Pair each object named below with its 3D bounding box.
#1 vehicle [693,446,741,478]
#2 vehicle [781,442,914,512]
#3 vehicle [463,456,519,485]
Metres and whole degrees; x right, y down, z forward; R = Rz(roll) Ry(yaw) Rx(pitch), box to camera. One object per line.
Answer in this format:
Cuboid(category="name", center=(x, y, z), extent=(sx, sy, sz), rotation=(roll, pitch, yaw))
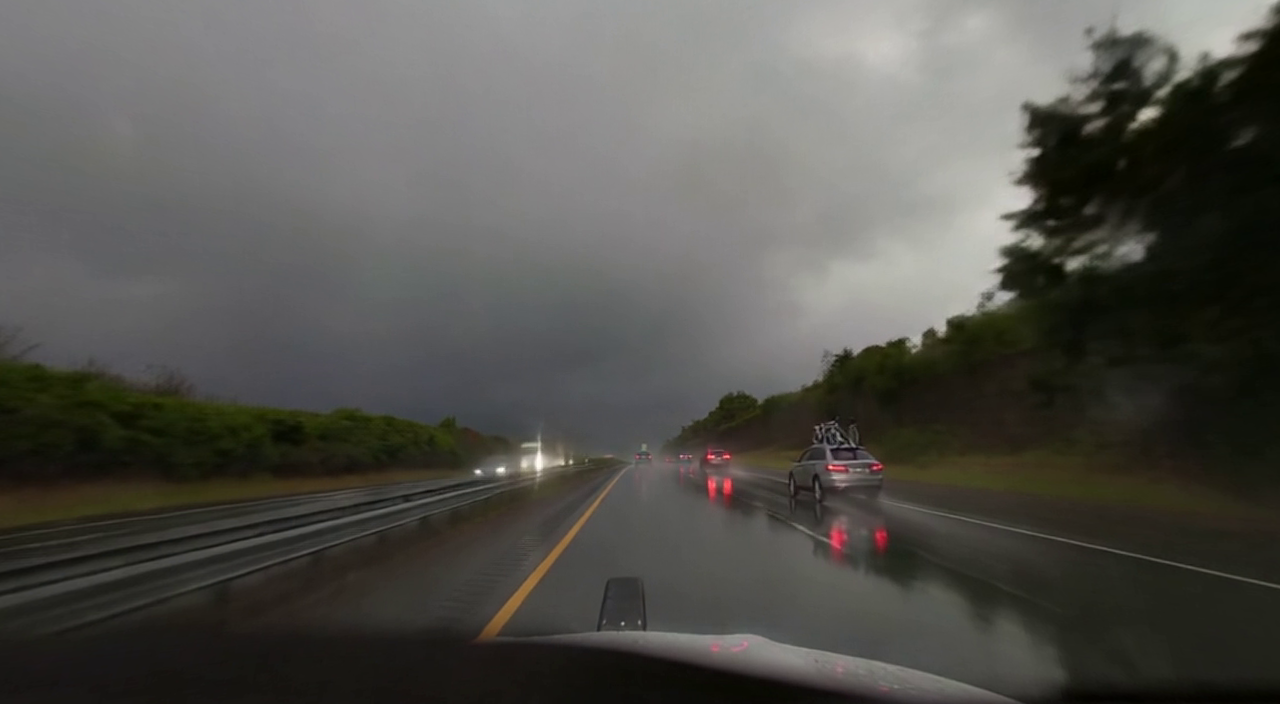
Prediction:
Cuboid(category="vehicle", center=(4.272, 6.204, 35.848), extent=(2.122, 1.662, 4.392), rotation=(0, -9, -1))
Cuboid(category="vehicle", center=(4.964, 3.023, 15.691), extent=(1.964, 1.513, 3.707), rotation=(0, -9, -1))
Cuboid(category="vehicle", center=(-8.389, 6.692, 35.879), extent=(1.979, 1.470, 4.558), rotation=(0, -9, 1))
